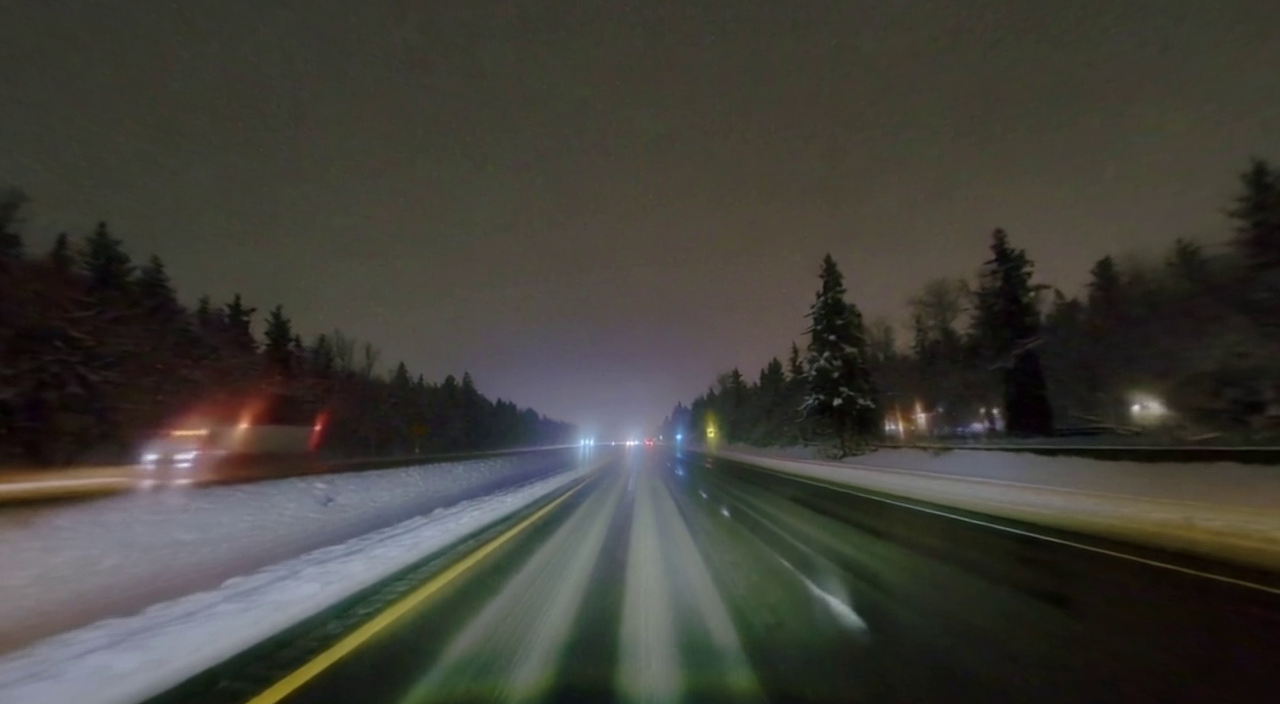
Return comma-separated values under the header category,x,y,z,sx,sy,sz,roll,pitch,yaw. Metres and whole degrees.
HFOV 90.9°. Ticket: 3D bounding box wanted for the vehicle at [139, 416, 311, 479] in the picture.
category,x,y,z,sx,sy,sz,roll,pitch,yaw
vehicle,-28.237,6.684,44.349,3.003,3.702,13.656,0,-8,0
